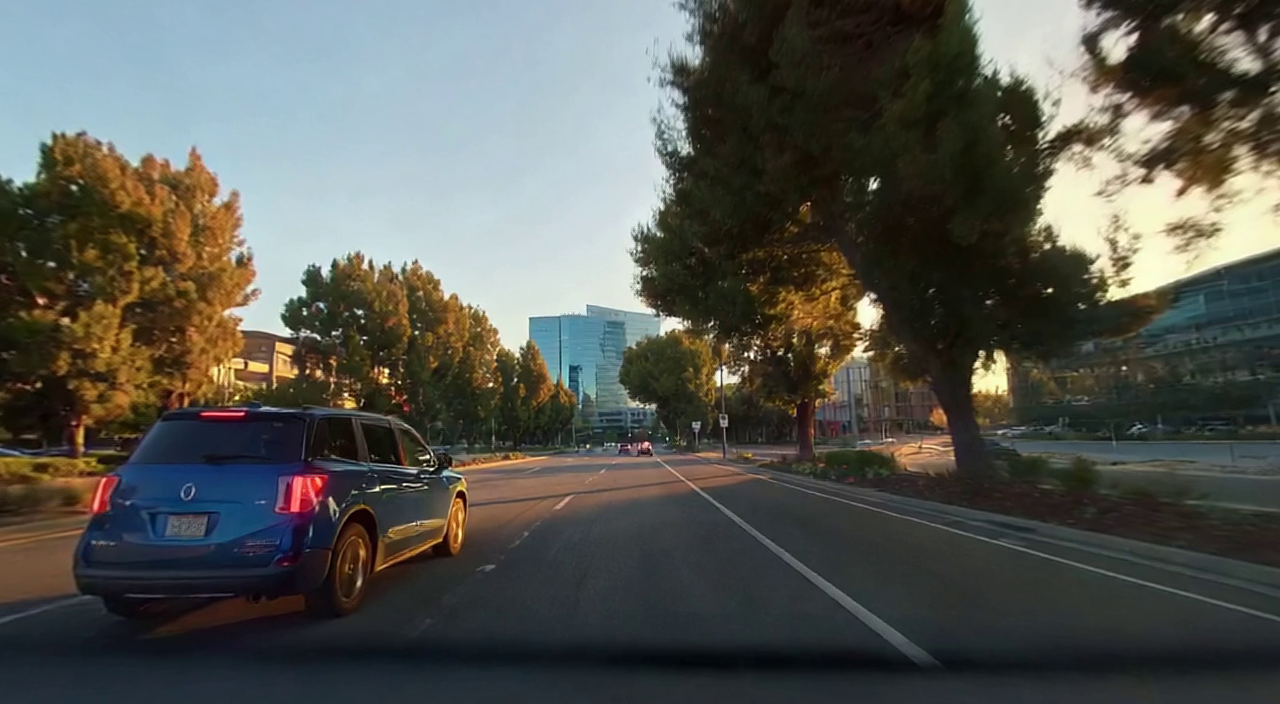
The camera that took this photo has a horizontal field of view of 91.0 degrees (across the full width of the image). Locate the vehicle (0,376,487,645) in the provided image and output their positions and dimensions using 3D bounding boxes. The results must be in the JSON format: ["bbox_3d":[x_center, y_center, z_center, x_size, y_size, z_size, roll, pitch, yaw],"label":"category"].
[{"bbox_3d":[-3.147,1.339,6.337,2.033,1.713,4.503,0,-8,0],"label":"vehicle"}]
